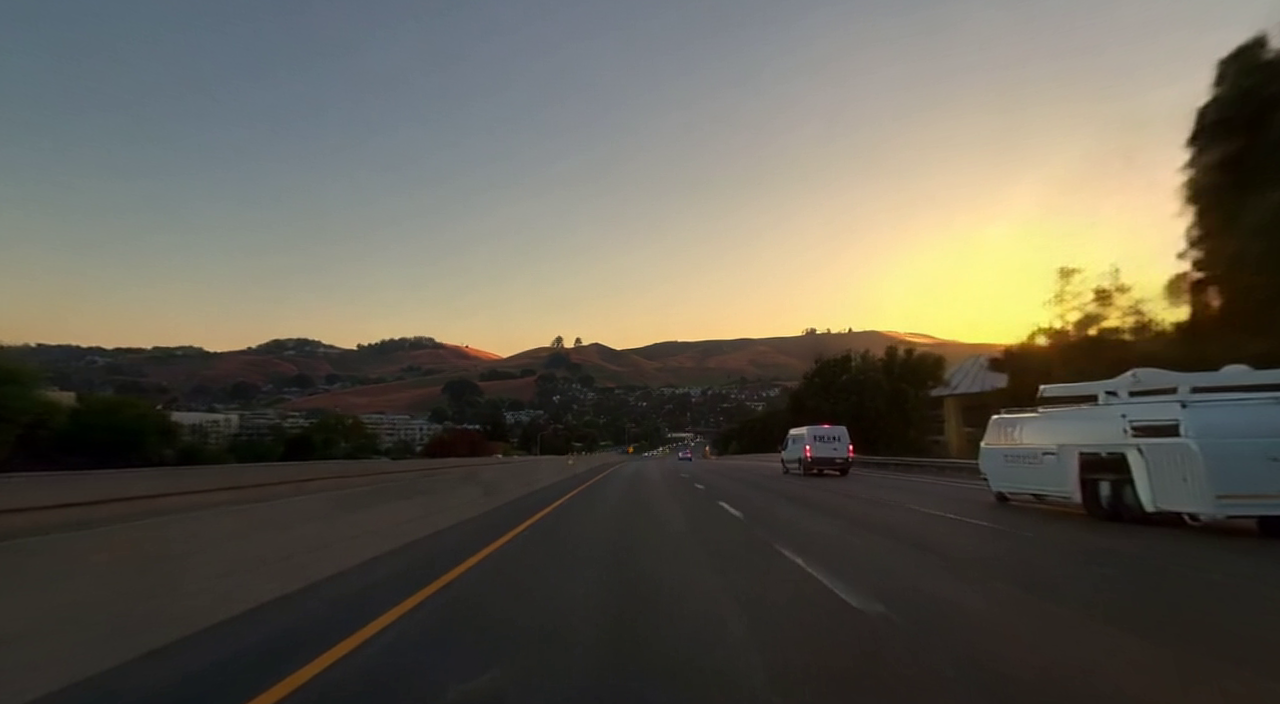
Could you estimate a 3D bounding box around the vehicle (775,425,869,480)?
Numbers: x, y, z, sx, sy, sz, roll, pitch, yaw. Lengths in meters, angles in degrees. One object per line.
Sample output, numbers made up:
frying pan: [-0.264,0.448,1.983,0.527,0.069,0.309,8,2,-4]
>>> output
vehicle: [7.497,4.233,26.694,2.275,2.059,5.543,0,-8,-1]
